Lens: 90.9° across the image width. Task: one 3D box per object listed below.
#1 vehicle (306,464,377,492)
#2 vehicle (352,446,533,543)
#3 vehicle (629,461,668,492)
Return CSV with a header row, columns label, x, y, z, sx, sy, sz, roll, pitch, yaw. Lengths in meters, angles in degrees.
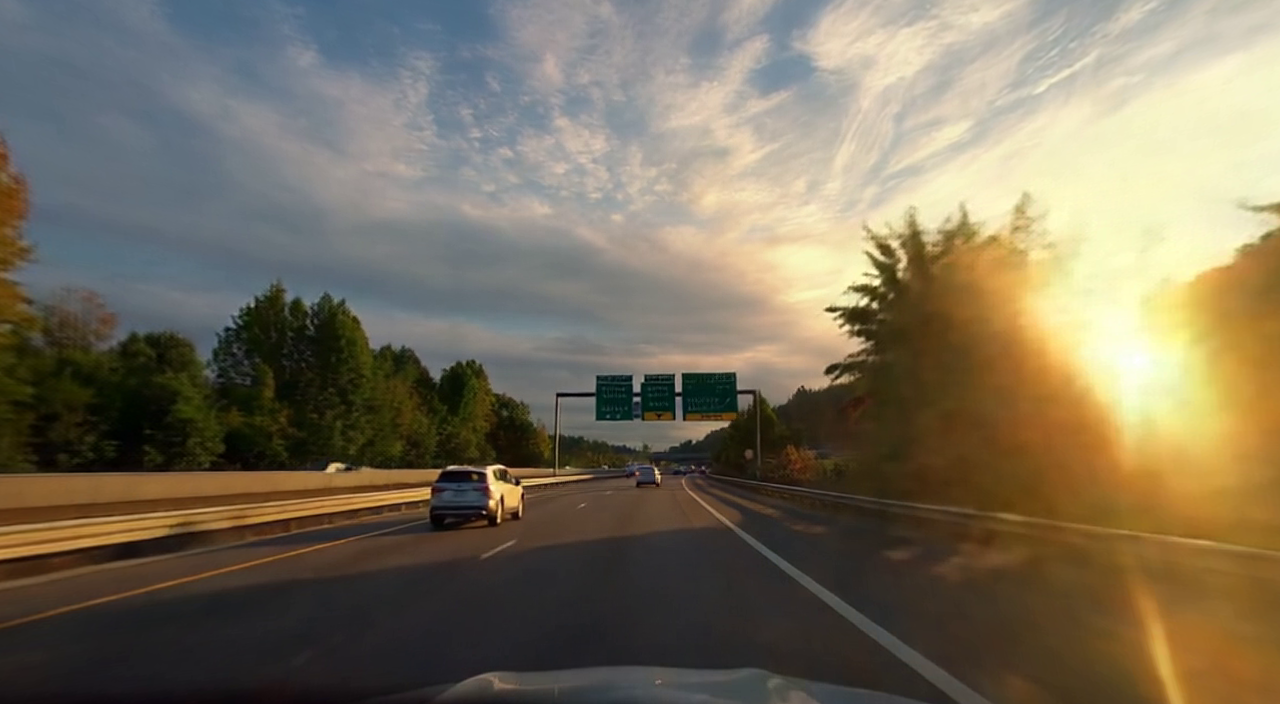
label,x,y,z,sx,sy,sz,roll,pitch,yaw
vehicle,-18.169,7.669,38.546,1.962,1.525,4.395,1,-10,3
vehicle,-3.710,2.827,12.958,2.063,1.556,4.740,1,-10,1
vehicle,0.552,7.117,36.113,2.000,1.594,3.996,1,-10,3
